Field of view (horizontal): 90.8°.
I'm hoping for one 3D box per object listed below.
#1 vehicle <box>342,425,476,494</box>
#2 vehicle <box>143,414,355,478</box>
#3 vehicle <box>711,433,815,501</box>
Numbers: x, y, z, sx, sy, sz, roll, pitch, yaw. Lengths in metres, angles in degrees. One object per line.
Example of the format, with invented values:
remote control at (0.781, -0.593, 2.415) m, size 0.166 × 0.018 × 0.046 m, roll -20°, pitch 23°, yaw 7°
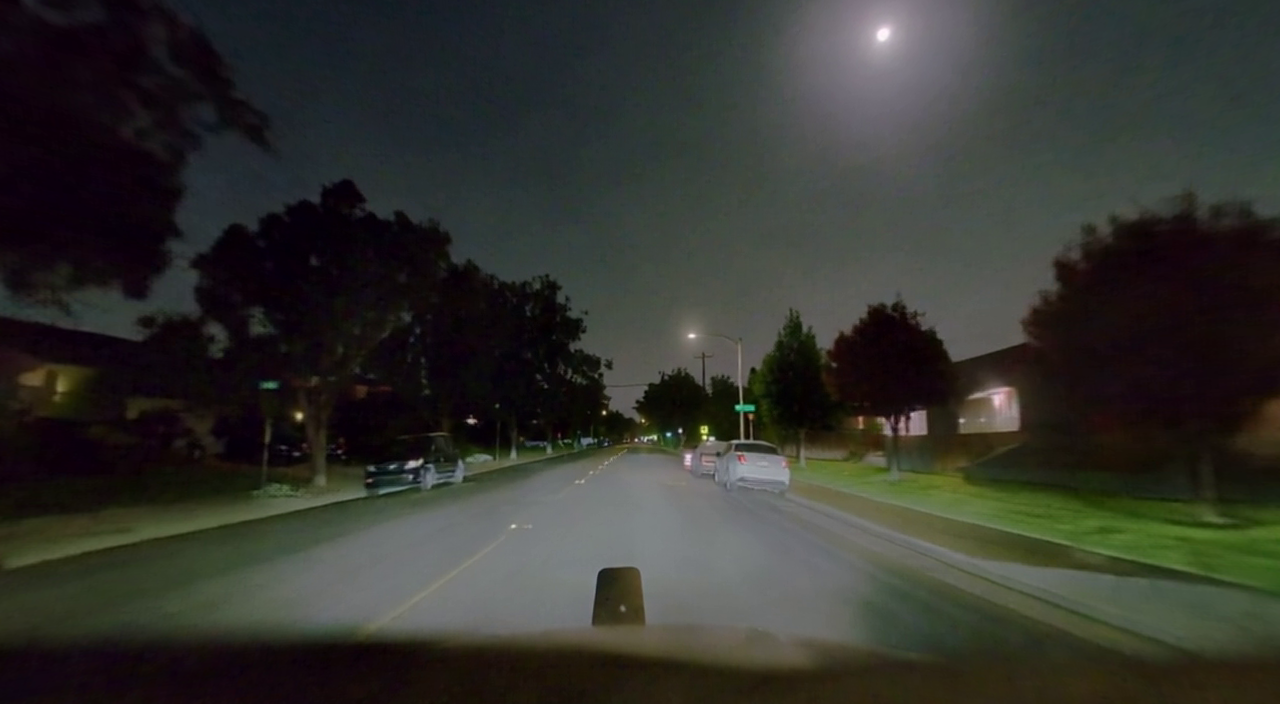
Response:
vehicle at (-7.104, 3.400, 20.214) m, size 2.266 × 1.877 × 5.167 m, roll -1°, pitch -9°, yaw 1°
vehicle at (-15.161, 3.674, 24.879) m, size 6.526 × 2.046 × 2.522 m, roll 3°, pitch -8°, yaw -2°
vehicle at (3.194, 3.082, 17.413) m, size 1.896 × 1.602 × 4.571 m, roll 0°, pitch -8°, yaw -1°
